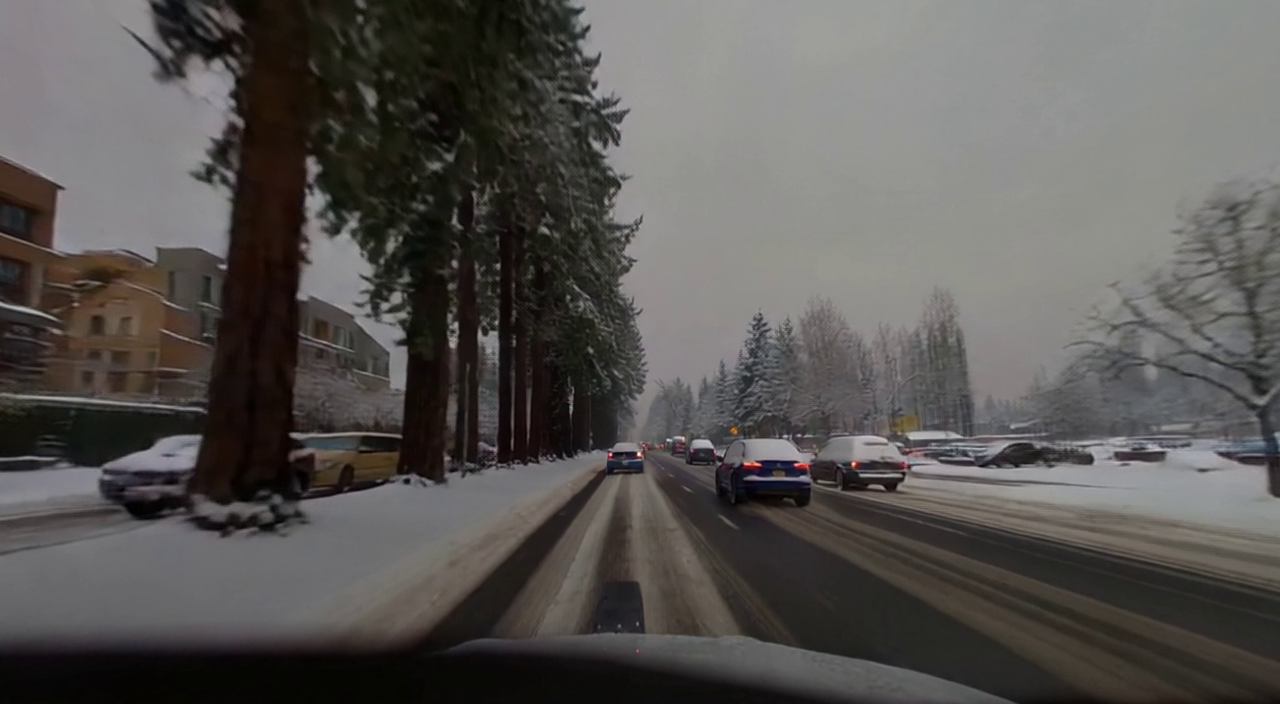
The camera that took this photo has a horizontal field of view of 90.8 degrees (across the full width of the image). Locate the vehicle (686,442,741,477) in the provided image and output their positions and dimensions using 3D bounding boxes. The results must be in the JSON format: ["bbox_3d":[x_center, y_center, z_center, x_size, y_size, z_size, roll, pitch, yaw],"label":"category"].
[{"bbox_3d":[3.286,4.891,28.975,1.908,1.453,4.230,0,-9,-2],"label":"vehicle"}]

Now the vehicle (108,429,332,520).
[{"bbox_3d":[-9.006,2.629,14.169,2.019,1.668,4.433,-1,-8,-1],"label":"vehicle"}]

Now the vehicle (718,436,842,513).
[{"bbox_3d":[2.995,2.719,14.424,1.852,1.498,3.825,0,-9,-2],"label":"vehicle"}]

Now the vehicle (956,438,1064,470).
[{"bbox_3d":[20.528,5.690,35.201,4.697,1.691,2.106,0,-9,-1],"label":"vehicle"}]

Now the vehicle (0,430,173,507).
[{"bbox_3d":[-16.256,3.279,18.208,1.978,1.905,4.702,0,-9,-1],"label":"vehicle"}]

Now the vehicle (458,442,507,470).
[{"bbox_3d":[-9.510,6.315,38.471,1.953,1.612,4.204,0,-9,-1],"label":"vehicle"}]

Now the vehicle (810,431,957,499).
[{"bbox_3d":[7.143,3.407,19.360,2.224,1.772,5.325,0,-9,-2],"label":"vehicle"}]

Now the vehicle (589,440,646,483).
[{"bbox_3d":[-0.799,4.120,23.921,1.994,1.479,3.647,0,-9,0],"label":"vehicle"}]

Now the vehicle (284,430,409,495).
[{"bbox_3d":[-9.077,3.454,20.018,1.927,1.788,4.541,1,-9,-3],"label":"vehicle"}]
